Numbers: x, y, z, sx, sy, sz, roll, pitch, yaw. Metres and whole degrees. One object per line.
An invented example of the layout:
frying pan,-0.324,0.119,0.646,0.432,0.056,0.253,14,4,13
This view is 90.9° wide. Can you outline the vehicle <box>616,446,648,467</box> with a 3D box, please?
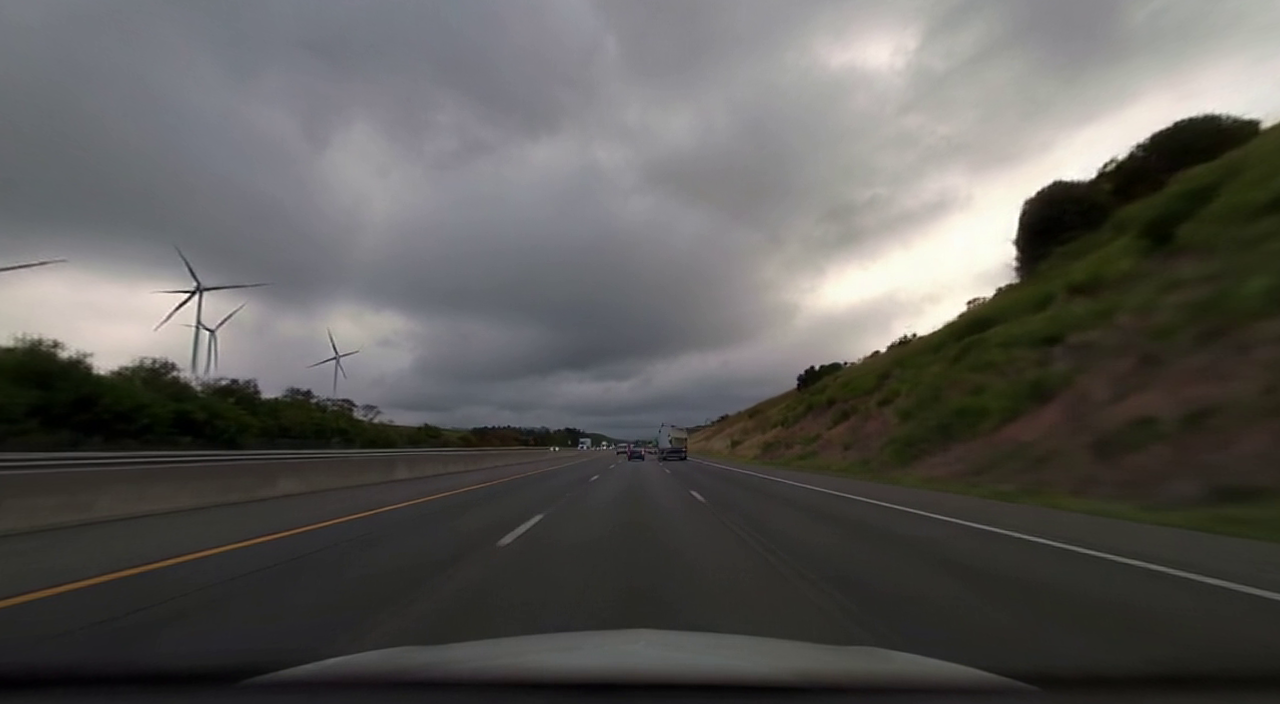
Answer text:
vehicle,-0.588,7.689,46.436,2.209,1.453,3.695,0,-9,-1
